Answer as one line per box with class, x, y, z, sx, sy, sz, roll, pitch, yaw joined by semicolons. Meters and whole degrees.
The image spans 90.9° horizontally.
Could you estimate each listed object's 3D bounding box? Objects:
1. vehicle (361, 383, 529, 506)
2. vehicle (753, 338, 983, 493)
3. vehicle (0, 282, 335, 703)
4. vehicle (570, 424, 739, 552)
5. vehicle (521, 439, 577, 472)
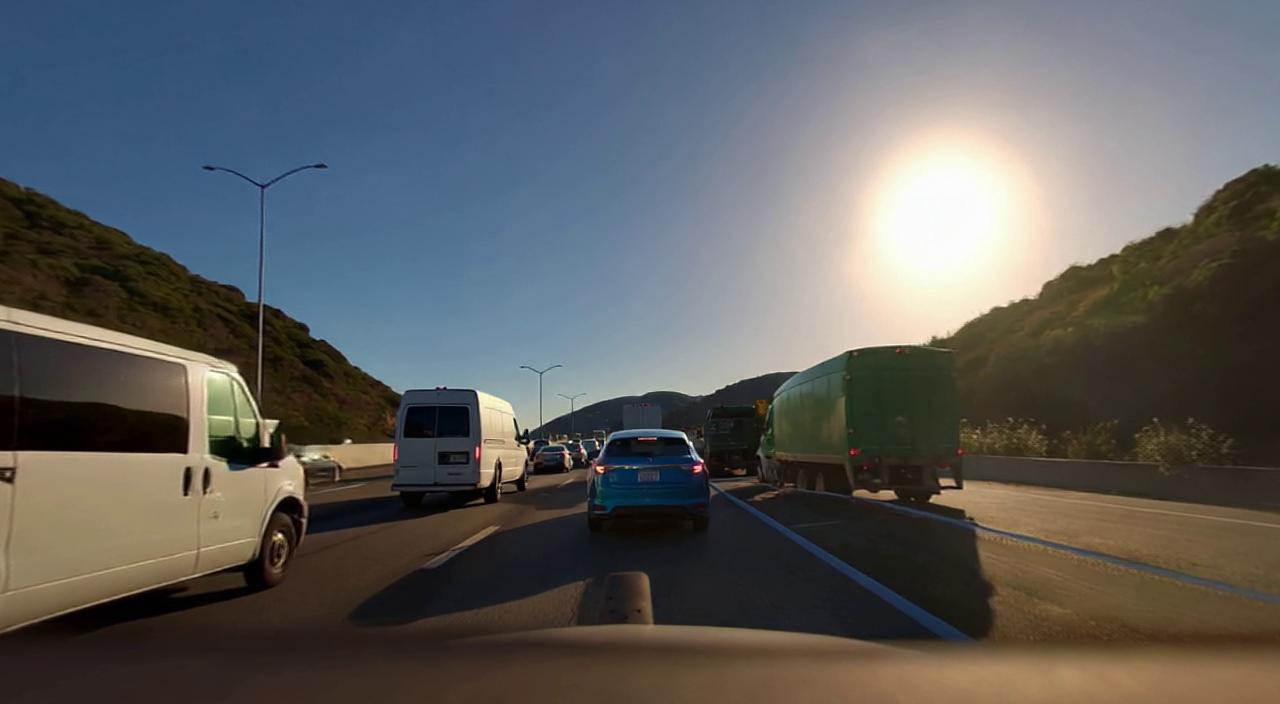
vehicle;-4.530;2.324;15.942;2.300;2.522;5.701;-1;-8;1
vehicle;6.736;2.382;21.485;2.977;3.878;11.111;0;-8;-4
vehicle;-4.252;0.795;3.649;2.195;2.086;5.445;0;-8;0
vehicle;0.126;1.914;9.532;2.003;1.499;3.930;0;-8;-1
vehicle;-4.302;4.958;30.449;2.007;1.457;4.447;0;-8;1
